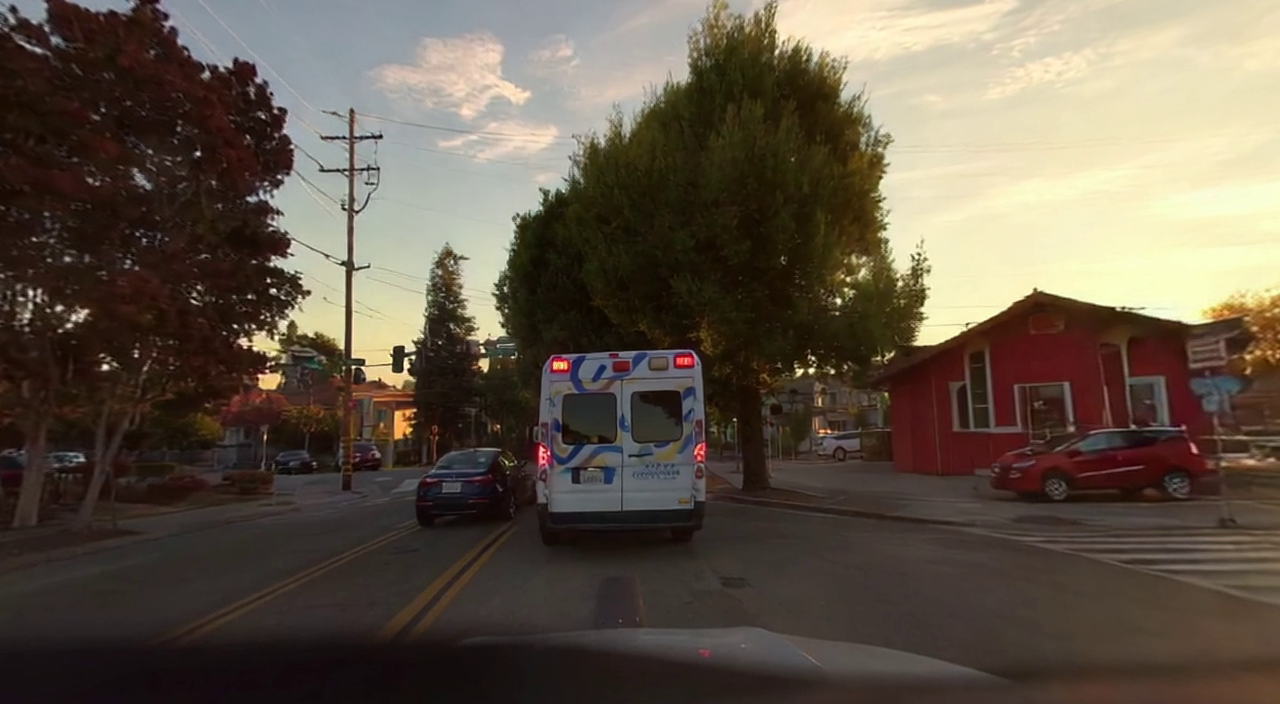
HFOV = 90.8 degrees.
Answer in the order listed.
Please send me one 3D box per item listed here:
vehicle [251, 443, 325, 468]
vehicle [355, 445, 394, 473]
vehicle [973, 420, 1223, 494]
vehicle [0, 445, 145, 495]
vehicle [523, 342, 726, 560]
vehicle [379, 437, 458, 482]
[{"bbox_3d":[-26.099,7.656,47.009,4.616,1.738,1.974,4,-9,-25],"label":"vehicle"},{"bbox_3d":[-15.267,6.084,36.226,1.855,1.511,4.167,4,-9,-25],"label":"vehicle"},{"bbox_3d":[13.029,3.042,18.450,5.270,1.966,2.329,-2,-9,11],"label":"vehicle"},{"bbox_3d":[-18.950,3.755,20.284,4.412,1.468,1.914,0,-8,-3],"label":"vehicle"},{"bbox_3d":[-0.203,1.586,10.492,2.444,2.640,5.482,0,-8,0],"label":"vehicle"},{"bbox_3d":[-9.977,4.745,28.225,2.290,1.776,4.947,5,-10,-31],"label":"vehicle"}]
